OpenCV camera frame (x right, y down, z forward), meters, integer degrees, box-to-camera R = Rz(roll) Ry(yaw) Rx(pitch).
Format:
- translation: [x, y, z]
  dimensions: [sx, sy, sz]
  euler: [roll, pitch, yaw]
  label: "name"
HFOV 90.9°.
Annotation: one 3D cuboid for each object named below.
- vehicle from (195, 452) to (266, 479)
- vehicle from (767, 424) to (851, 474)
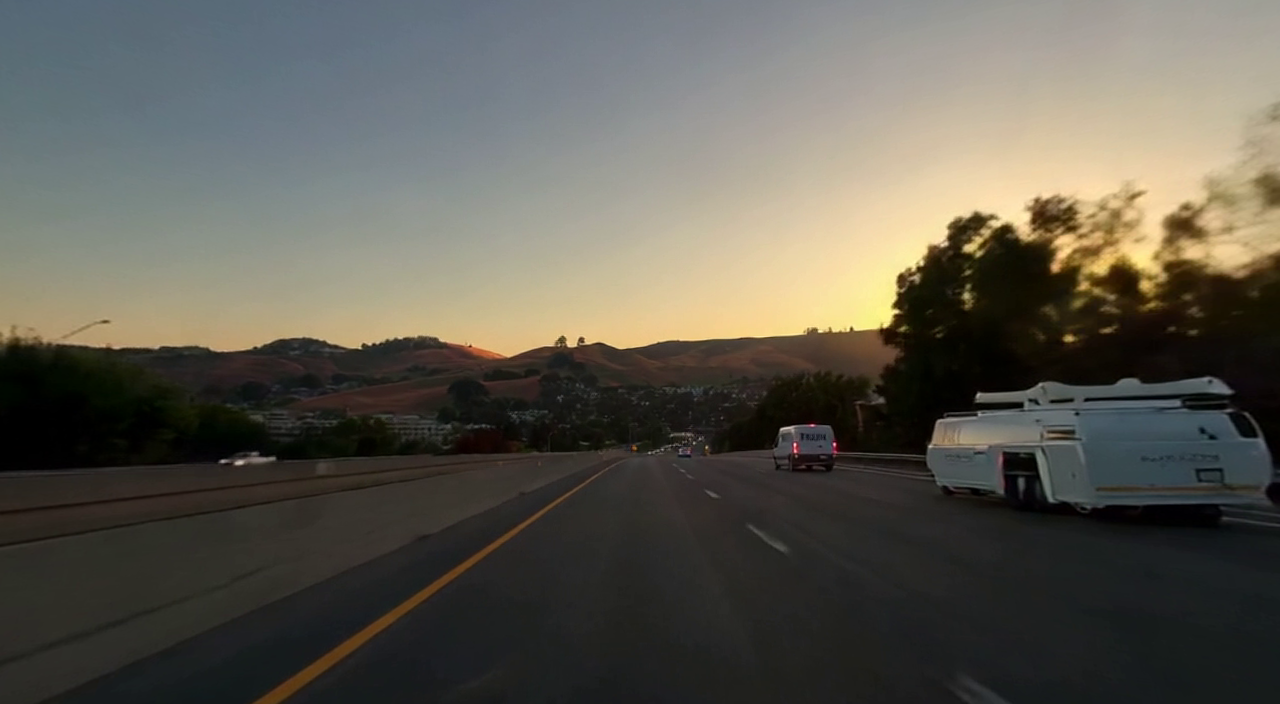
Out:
- translation: [-31.896, 8.825, 49.299]
  dimensions: [2.188, 1.776, 5.000]
  euler: [-3, -8, 0]
  label: "vehicle"
- translation: [7.540, 4.410, 28.891]
  dimensions: [2.275, 2.059, 5.543]
  euler: [0, -8, 0]
  label: "vehicle"
